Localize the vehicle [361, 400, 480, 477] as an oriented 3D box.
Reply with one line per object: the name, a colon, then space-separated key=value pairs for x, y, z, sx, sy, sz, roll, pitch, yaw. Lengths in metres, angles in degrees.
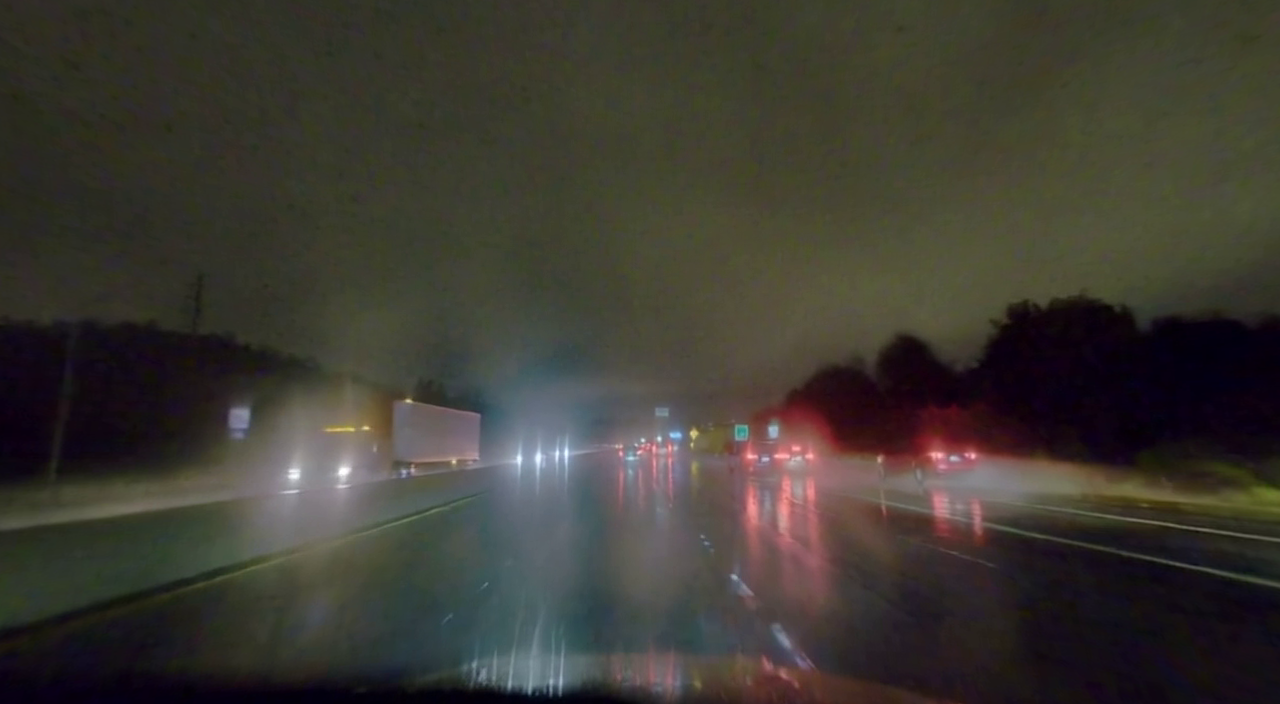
vehicle: x=-13.645 y=5.741 z=40.893 sx=2.948 sy=4.131 sz=13.894 roll=0 pitch=-9 yaw=-1

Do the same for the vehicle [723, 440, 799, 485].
vehicle: x=4.263 y=3.959 z=22.665 sx=1.917 sy=1.488 sz=3.693 roll=0 pitch=-9 yaw=-1
